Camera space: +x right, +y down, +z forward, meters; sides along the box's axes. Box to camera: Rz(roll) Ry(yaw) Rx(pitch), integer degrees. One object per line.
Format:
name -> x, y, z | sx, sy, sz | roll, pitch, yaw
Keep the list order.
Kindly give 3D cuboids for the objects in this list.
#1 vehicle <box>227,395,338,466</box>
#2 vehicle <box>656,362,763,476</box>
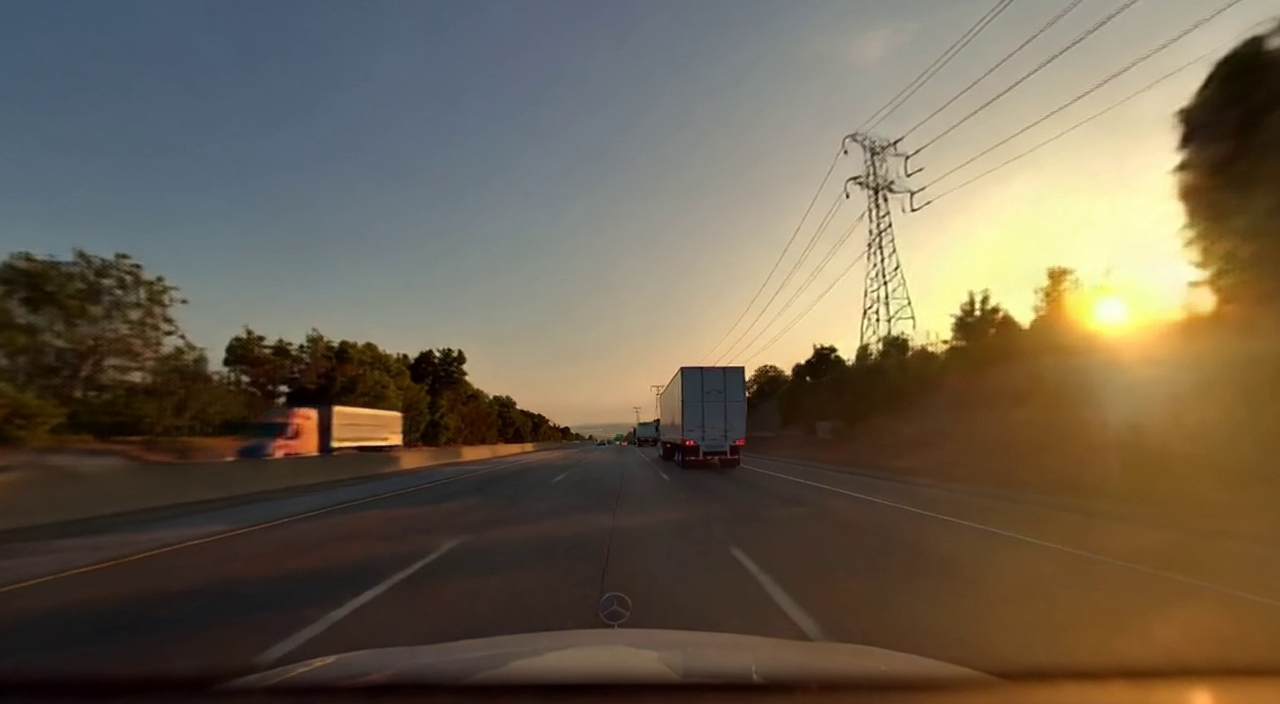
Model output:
vehicle -> -20.727, 4.664, 37.058 | 2.819, 3.648, 6.453 | -3, -8, -1
vehicle -> 2.680, 3.344, 29.780 | 2.905, 4.080, 14.157 | 0, -8, -2
